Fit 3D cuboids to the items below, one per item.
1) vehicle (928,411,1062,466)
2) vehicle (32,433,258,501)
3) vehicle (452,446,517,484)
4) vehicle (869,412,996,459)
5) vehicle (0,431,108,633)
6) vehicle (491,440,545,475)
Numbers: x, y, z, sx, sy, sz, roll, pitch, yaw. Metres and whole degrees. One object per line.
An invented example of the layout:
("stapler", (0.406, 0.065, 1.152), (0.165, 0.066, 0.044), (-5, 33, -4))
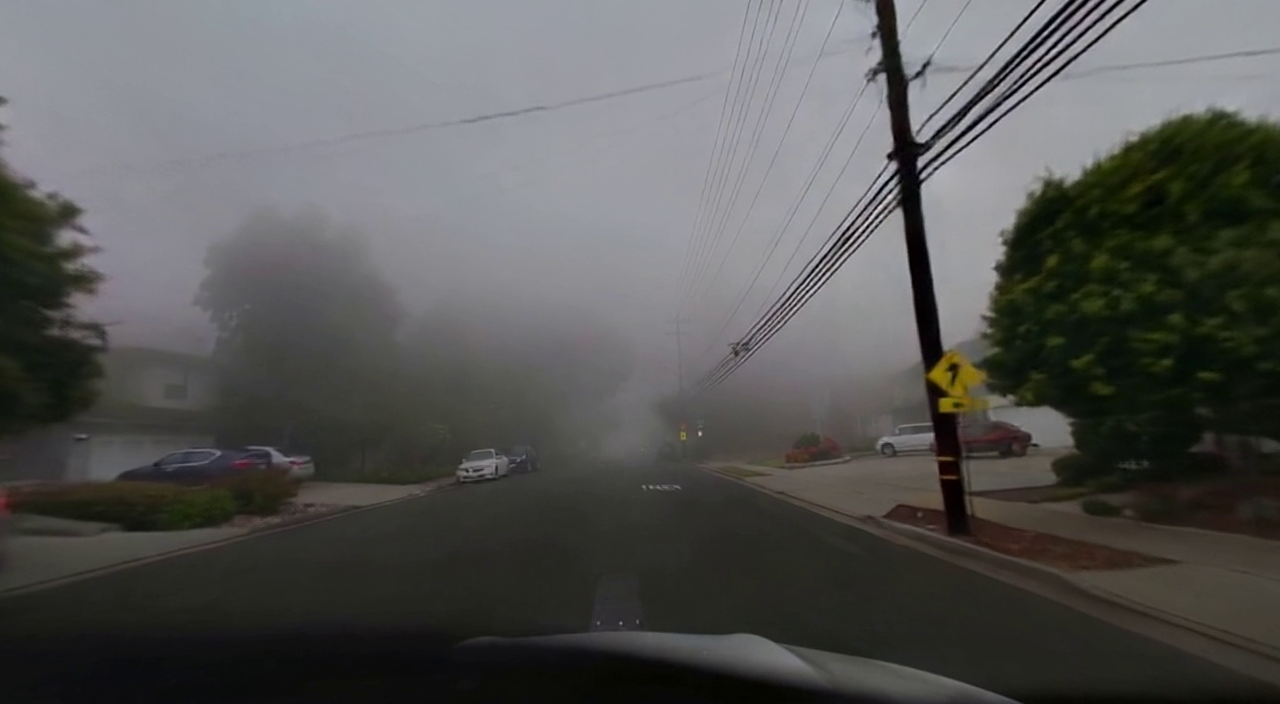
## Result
("vehicle", (13.535, 3.326, 24.208), (4.145, 1.767, 1.880), (-9, -10, 30))
("vehicle", (-14.295, 3.331, 18.566), (4.543, 1.824, 2.379), (0, -9, -3))
("vehicle", (-7.107, 5.196, 29.287), (2.041, 1.587, 3.920), (-2, -9, 0))
("vehicle", (13.748, 3.963, 29.817), (4.836, 1.789, 2.229), (-11, -11, 39))
("vehicle", (-6.722, 1.384, 4.020), (2.162, 1.757, 5.201), (-2, -9, 0))
("vehicle", (-7.090, 6.197, 37.207), (2.135, 1.787, 4.452), (-4, -9, 1))
